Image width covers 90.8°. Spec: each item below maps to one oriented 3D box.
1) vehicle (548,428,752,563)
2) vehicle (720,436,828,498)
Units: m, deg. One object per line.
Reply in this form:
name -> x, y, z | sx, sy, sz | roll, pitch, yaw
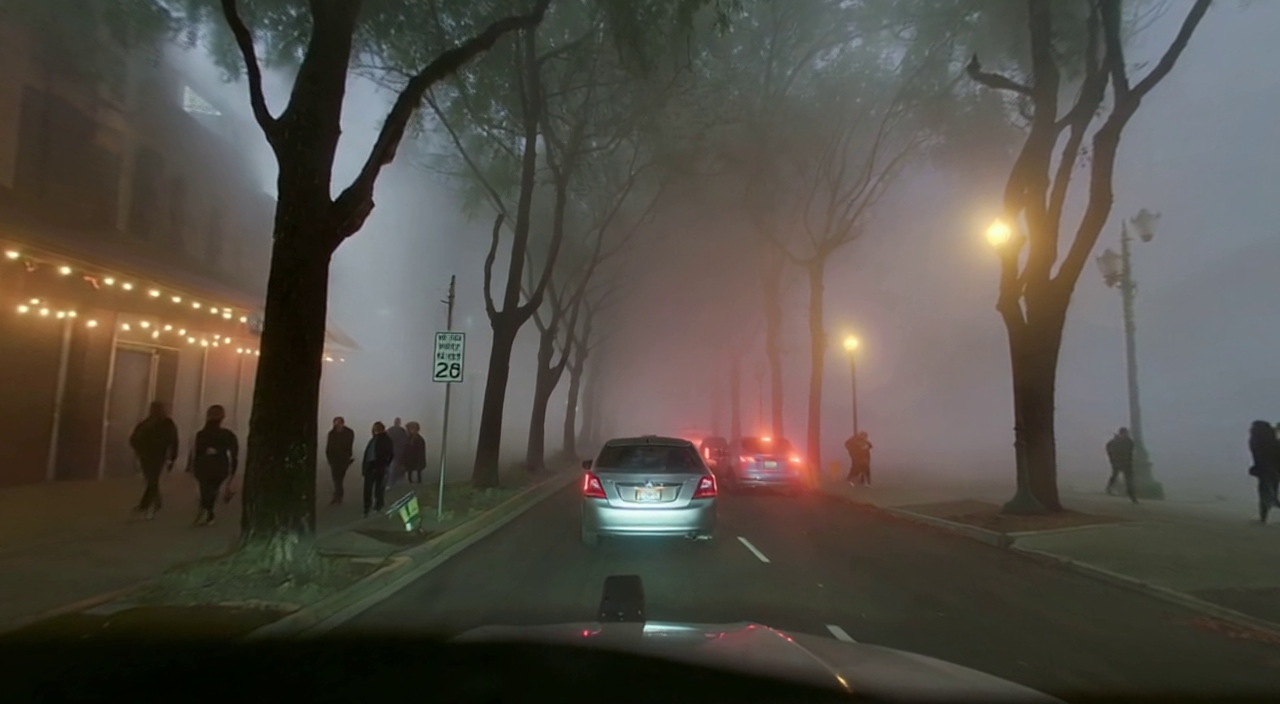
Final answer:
vehicle -> 0.076, 1.903, 9.128 | 2.261, 1.474, 4.130 | 0, -8, -1
vehicle -> 3.621, 3.188, 17.953 | 2.025, 1.523, 4.426 | 0, -9, -1
